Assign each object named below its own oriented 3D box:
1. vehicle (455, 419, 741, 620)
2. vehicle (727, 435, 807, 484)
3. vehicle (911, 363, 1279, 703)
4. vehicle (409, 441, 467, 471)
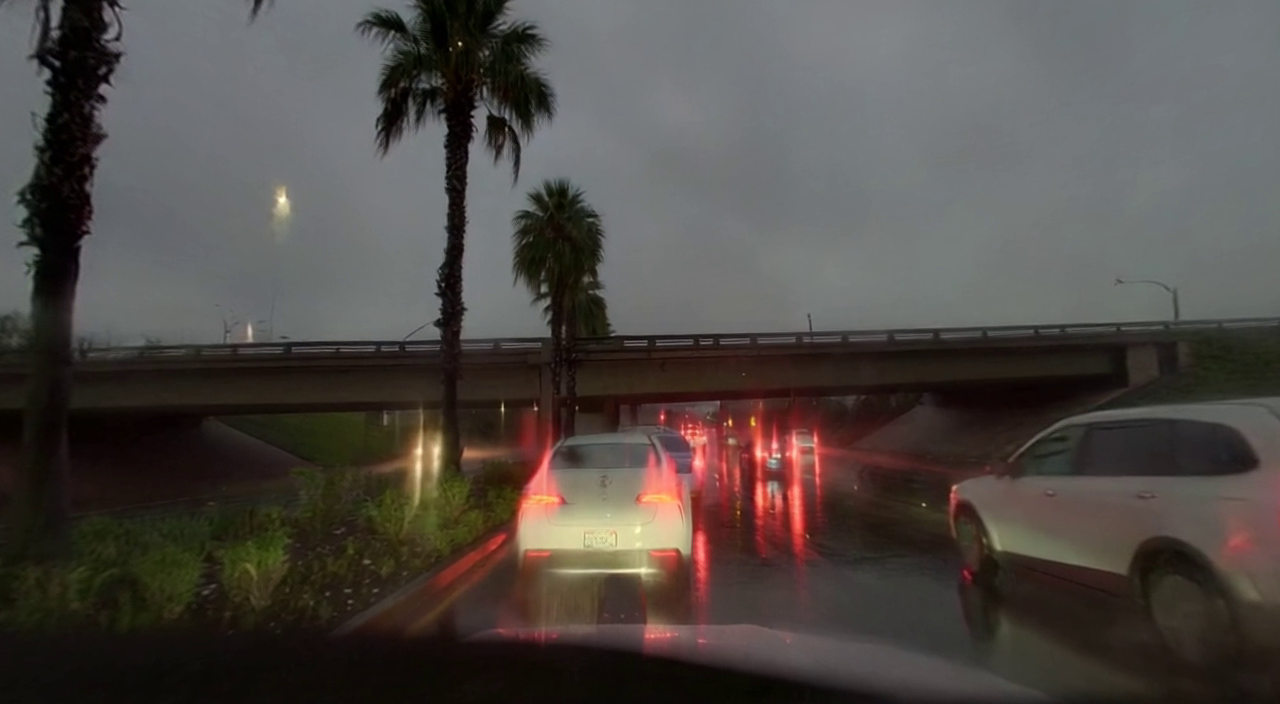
[{"bbox_3d":[-0.268,1.575,6.856,2.172,1.506,4.018,0,-9,2],"label":"vehicle"},{"bbox_3d":[4.330,3.745,22.208,2.034,1.517,4.840,0,-9,3],"label":"vehicle"},{"bbox_3d":[4.082,1.123,4.622,2.149,1.609,4.807,0,-9,2],"label":"vehicle"},{"bbox_3d":[-12.088,6.232,37.922,2.084,1.704,4.485,0,-9,-1],"label":"vehicle"}]
